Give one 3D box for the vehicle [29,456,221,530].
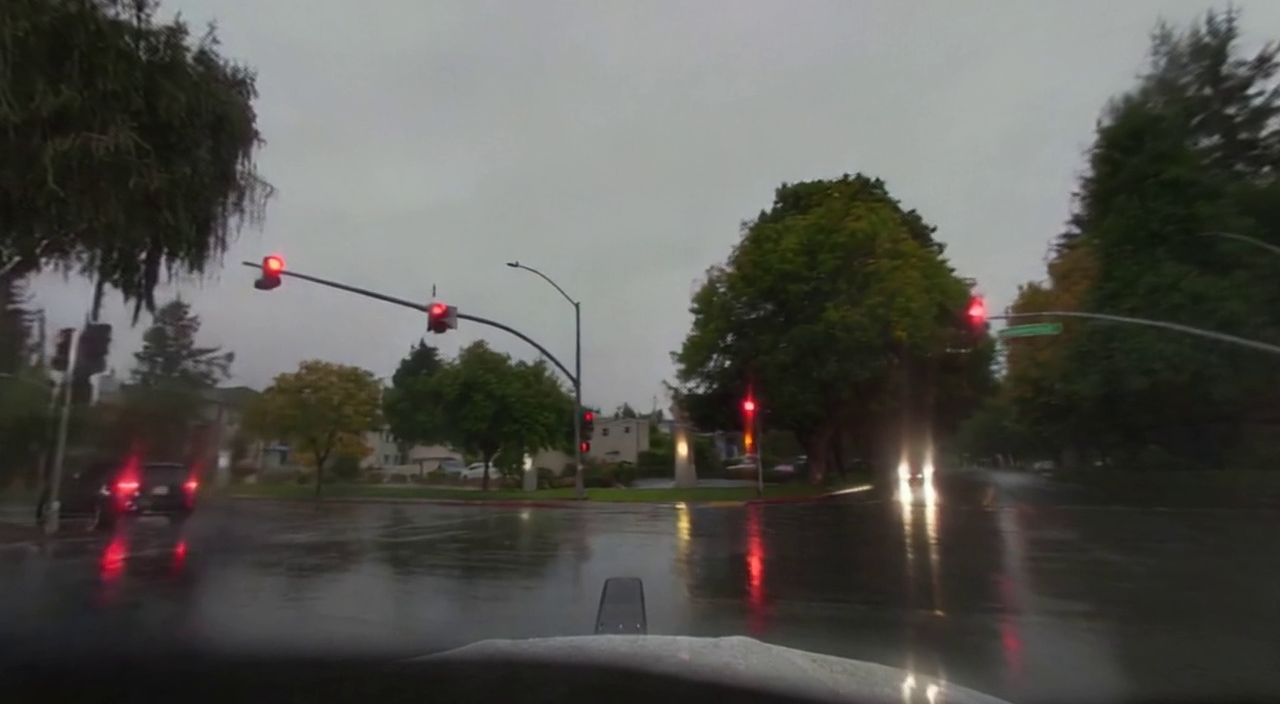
[{"bbox_3d":[-13.043,3.461,16.012,4.247,1.591,2.093,-4,-10,27],"label":"vehicle"}]
